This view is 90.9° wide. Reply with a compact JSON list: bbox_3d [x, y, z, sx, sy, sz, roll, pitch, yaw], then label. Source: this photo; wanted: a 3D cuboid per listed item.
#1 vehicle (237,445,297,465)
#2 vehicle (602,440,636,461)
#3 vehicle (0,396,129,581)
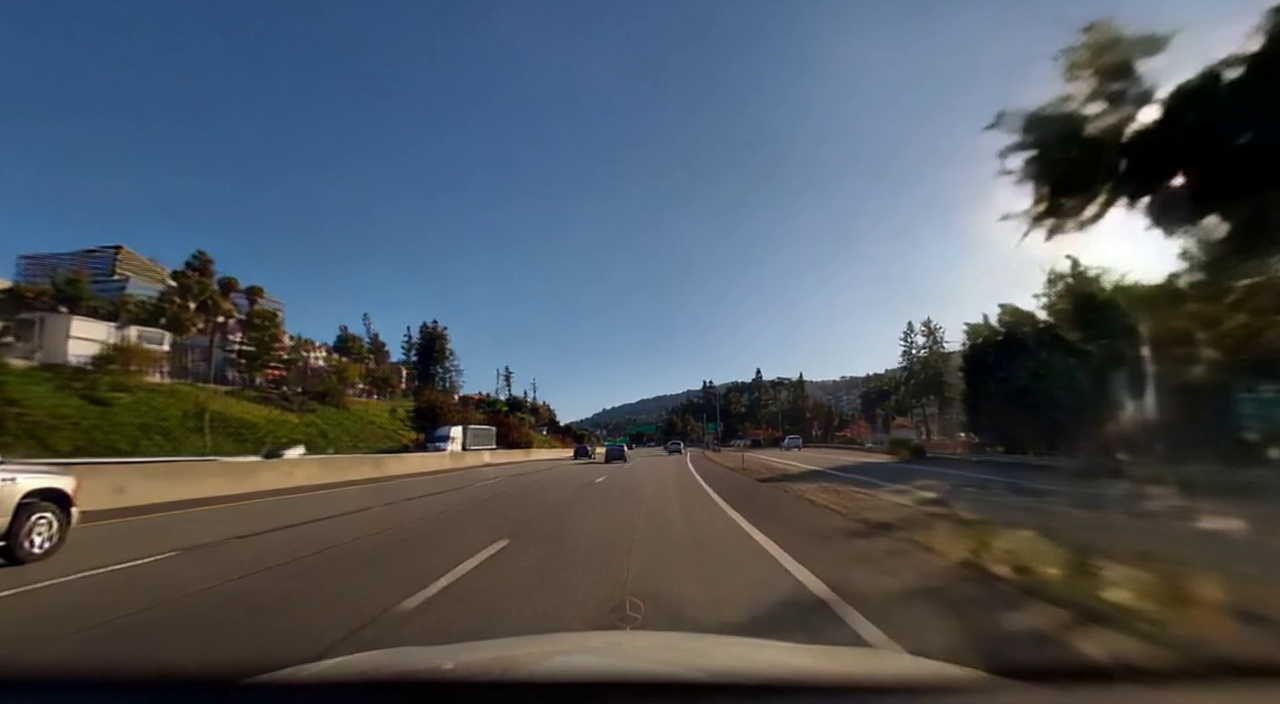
[{"bbox_3d":[-28.548,7.873,48.418,1.781,1.462,4.366,-1,-8,3],"label":"vehicle"},{"bbox_3d":[-1.504,7.295,46.844,2.112,1.489,4.266,-1,-8,4],"label":"vehicle"},{"bbox_3d":[-6.661,1.060,4.514,1.923,1.630,4.857,0,-8,0],"label":"vehicle"}]
